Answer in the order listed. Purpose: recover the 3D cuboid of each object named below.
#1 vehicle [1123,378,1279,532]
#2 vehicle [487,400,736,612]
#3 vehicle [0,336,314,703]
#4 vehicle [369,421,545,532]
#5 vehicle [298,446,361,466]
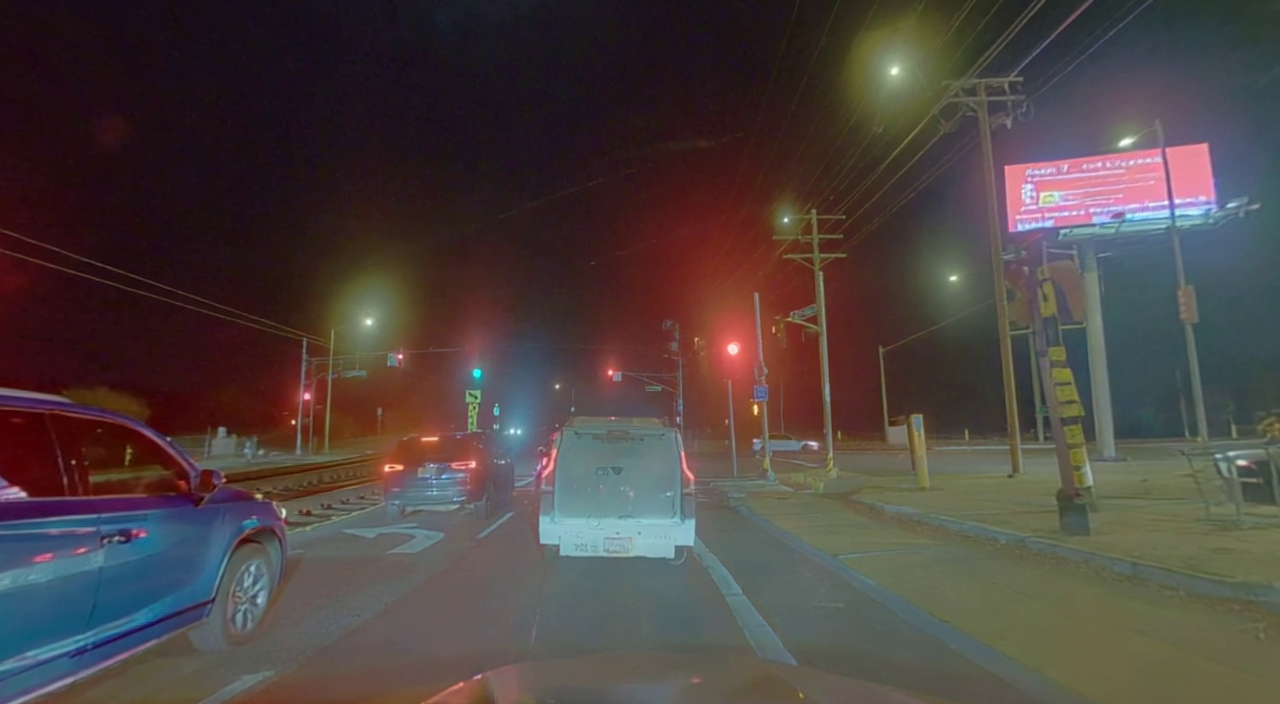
[{"bbox_3d":[9.582,1.315,8.181,5.060,1.702,2.033,1,-9,-4],"label":"vehicle"},{"bbox_3d":[-0.239,1.534,7.058,2.025,1.723,3.644,0,-9,0],"label":"vehicle"},{"bbox_3d":[-3.934,0.864,2.998,2.052,1.814,5.184,0,-9,-1],"label":"vehicle"},{"bbox_3d":[-3.128,2.233,11.869,1.988,1.678,4.317,0,-9,0],"label":"vehicle"},{"bbox_3d":[-24.104,8.063,49.049,4.357,1.444,1.842,-3,-9,20],"label":"vehicle"}]
